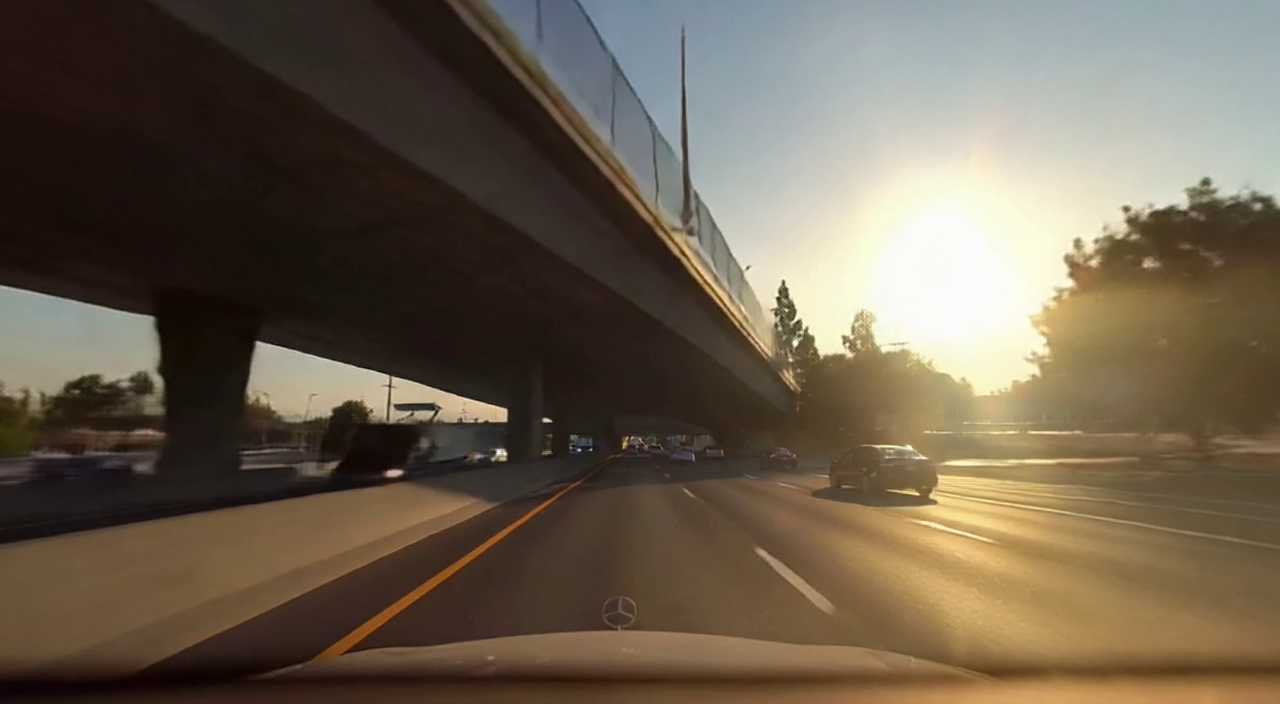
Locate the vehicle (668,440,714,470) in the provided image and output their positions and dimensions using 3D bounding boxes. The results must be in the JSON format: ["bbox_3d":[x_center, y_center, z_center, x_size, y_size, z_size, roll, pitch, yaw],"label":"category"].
[{"bbox_3d":[2.715,5.646,34.799,1.993,1.507,4.594,0,-8,-2],"label":"vehicle"}]

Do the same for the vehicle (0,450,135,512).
[{"bbox_3d":[-16.832,3.514,17.621,1.776,1.473,4.494,0,-8,-1],"label":"vehicle"}]

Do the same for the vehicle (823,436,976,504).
[{"bbox_3d":[6.424,2.959,16.307,1.952,1.489,4.483,0,-8,-2],"label":"vehicle"}]

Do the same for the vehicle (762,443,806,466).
[{"bbox_3d":[9.600,6.849,42.451,1.838,1.440,4.121,0,-8,-2],"label":"vehicle"}]
